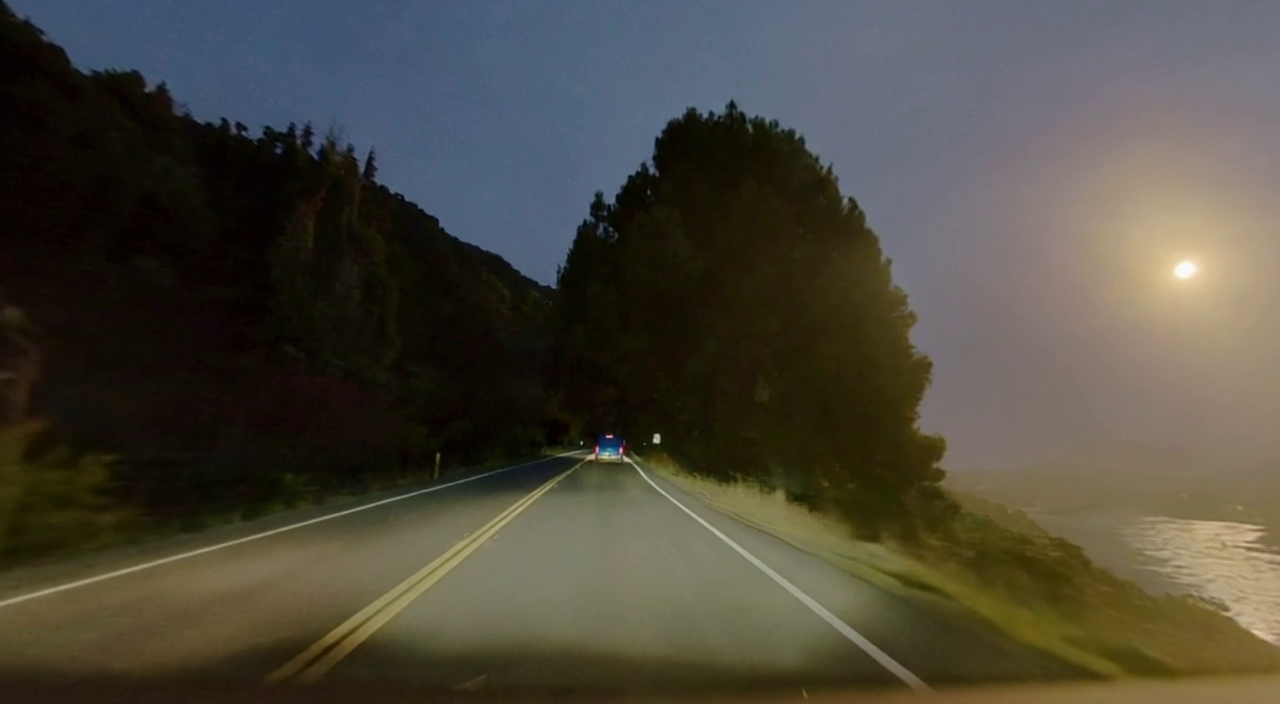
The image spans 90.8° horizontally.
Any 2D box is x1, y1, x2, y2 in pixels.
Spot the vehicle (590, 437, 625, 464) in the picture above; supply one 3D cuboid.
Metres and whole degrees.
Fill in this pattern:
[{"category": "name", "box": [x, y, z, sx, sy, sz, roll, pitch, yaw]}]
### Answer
[{"category": "vehicle", "box": [-2.506, 7.442, 47.876, 2.439, 1.912, 5.605, 1, -9, -4]}]
